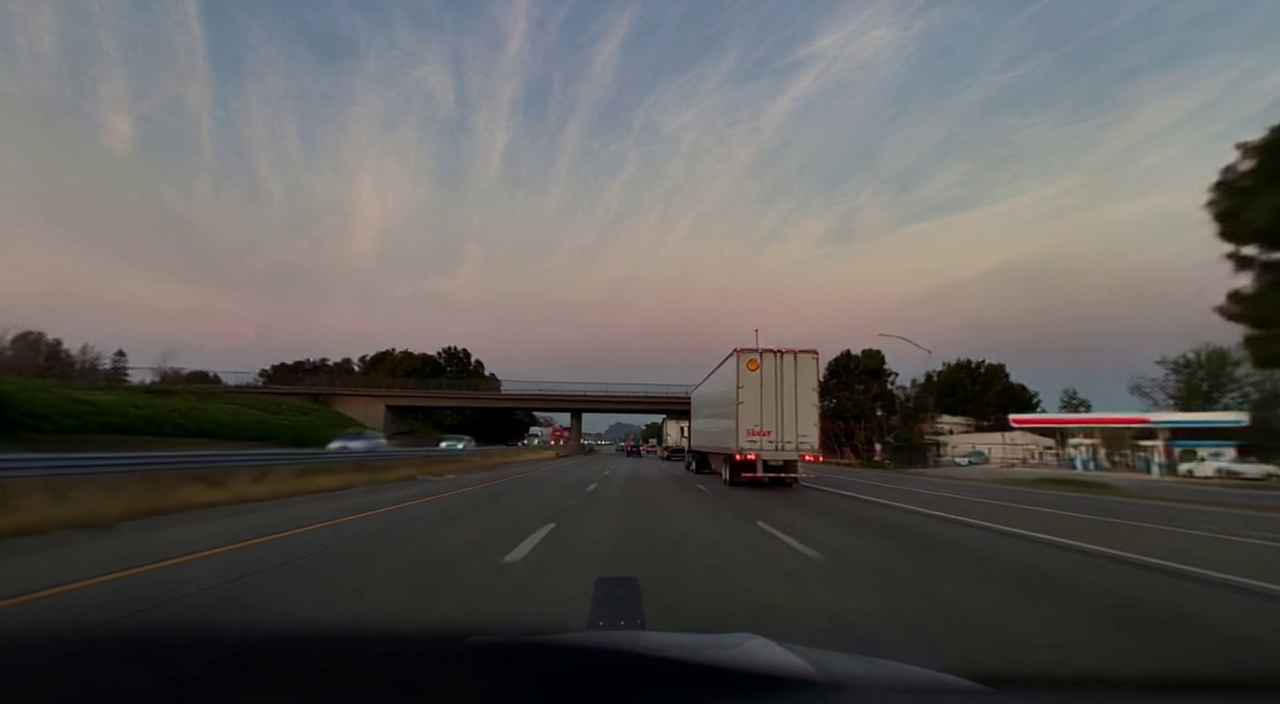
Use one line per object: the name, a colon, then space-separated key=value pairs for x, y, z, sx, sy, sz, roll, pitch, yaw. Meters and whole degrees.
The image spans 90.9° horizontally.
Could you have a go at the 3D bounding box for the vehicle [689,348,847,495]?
vehicle: x=3.983 y=2.906 z=24.106 sx=2.922 sy=3.987 sz=14.038 roll=0 pitch=-9 yaw=-1

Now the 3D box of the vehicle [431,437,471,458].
vehicle: x=-13.078 y=6.649 z=43.815 sx=1.719 sy=1.433 sz=3.631 roll=0 pitch=-9 yaw=-1

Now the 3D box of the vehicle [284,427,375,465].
vehicle: x=-12.759 y=3.895 z=26.163 sx=1.804 sy=1.444 sz=3.850 roll=0 pitch=-9 yaw=-1
